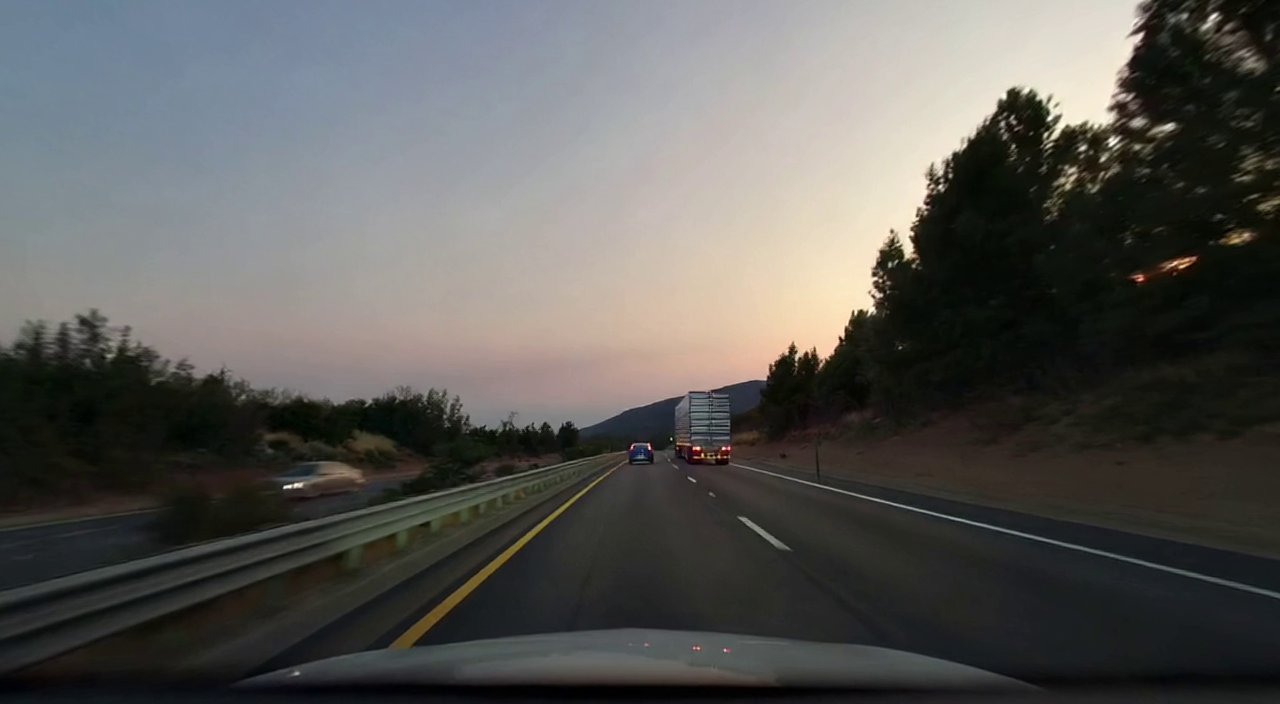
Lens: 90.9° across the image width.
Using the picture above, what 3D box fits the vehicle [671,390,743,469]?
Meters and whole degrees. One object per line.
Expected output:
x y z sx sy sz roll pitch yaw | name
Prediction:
3.964 5.298 41.457 2.929 4.158 15.921 0 -8 0 | vehicle

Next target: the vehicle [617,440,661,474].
-0.053 5.060 30.646 1.968 1.515 4.025 0 -8 0 | vehicle
